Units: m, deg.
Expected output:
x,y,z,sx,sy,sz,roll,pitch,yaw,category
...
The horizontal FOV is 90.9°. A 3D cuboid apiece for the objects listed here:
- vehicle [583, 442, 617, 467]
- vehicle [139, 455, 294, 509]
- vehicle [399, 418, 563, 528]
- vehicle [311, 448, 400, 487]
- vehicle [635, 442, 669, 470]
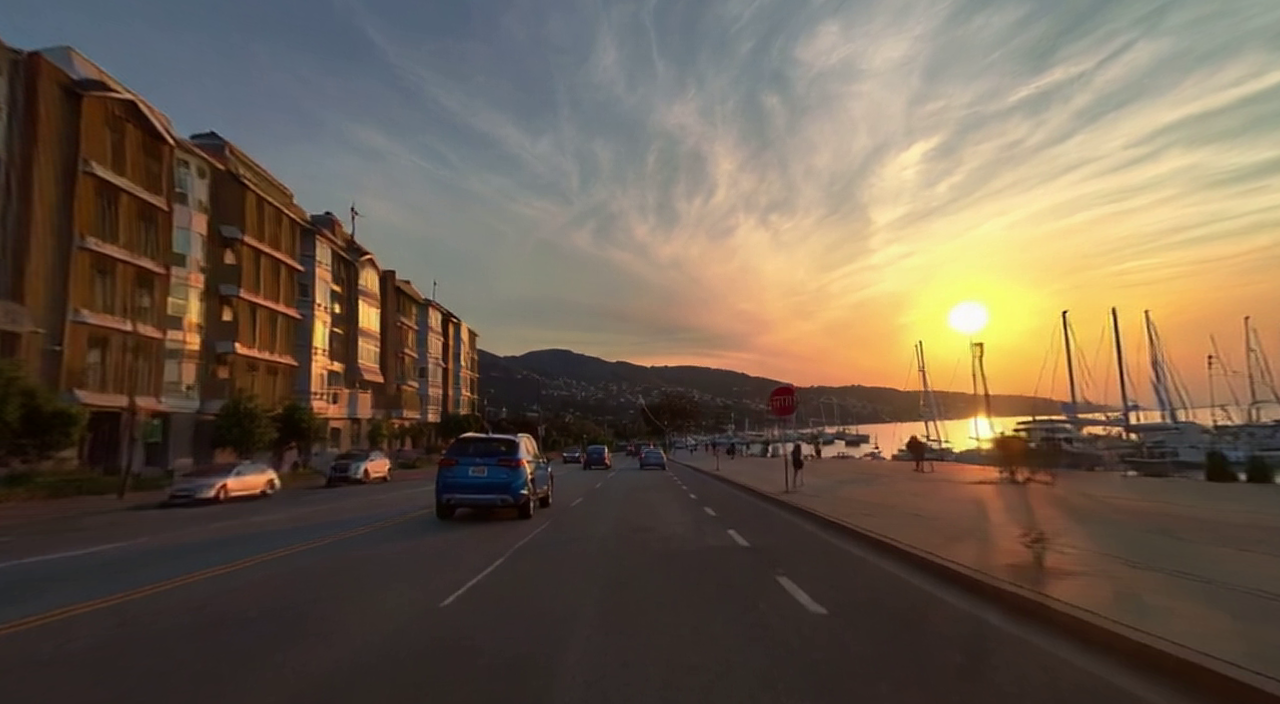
x,y,z,sx,sy,sz,roll,pitch,yaw,category
-2.874,7.455,45.919,2.056,1.680,4.205,-1,-9,2,vehicle
-13.550,4.147,20.579,1.871,1.463,4.555,-1,-9,1,vehicle
-2.982,2.406,13.097,2.082,1.817,4.724,-1,-9,1,vehicle
-13.442,5.449,30.130,2.117,1.703,4.373,-1,-9,2,vehicle
0.747,6.629,40.316,2.057,1.624,3.726,-1,-9,1,vehicle
